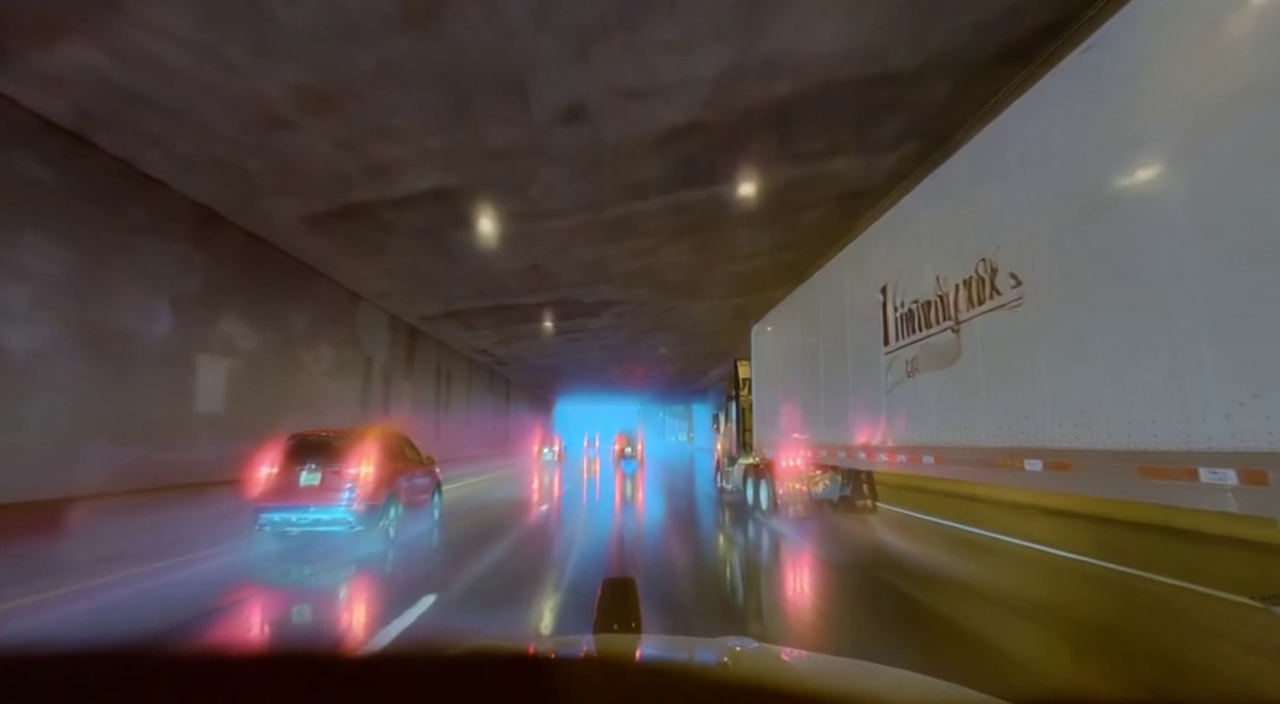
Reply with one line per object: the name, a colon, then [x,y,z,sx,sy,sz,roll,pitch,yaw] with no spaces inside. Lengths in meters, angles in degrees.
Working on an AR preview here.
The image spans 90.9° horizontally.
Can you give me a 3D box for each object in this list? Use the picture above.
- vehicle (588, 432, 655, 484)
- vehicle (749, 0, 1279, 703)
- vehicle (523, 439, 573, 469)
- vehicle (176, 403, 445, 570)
vehicle: [-0.607,3.620,21.762,2.094,1.600,3.666,0,-8,-1]
vehicle: [3.840,0.147,5.968,2.842,4.108,14.081,0,-8,-1]
vehicle: [-4.652,5.240,32.583,2.019,1.435,4.317,0,-8,-1]
vehicle: [-3.829,1.583,7.955,1.826,1.695,2.870,0,-8,-1]
